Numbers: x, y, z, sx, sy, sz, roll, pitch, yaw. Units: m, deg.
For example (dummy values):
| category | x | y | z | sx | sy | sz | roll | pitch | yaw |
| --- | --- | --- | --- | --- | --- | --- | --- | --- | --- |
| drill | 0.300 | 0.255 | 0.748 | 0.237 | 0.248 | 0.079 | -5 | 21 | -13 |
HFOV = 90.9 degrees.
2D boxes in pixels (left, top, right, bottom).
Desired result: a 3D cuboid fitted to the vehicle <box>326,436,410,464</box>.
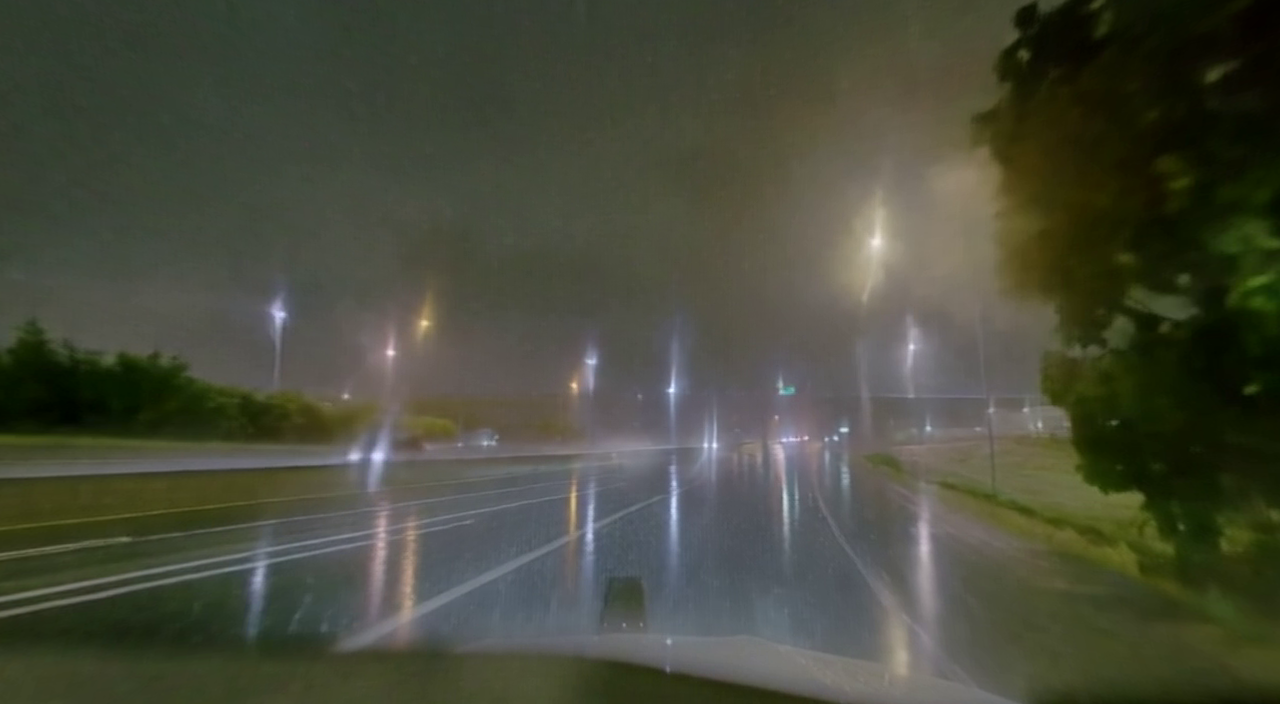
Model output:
| category | x | y | z | sx | sy | sz | roll | pitch | yaw |
| --- | --- | --- | --- | --- | --- | --- | --- | --- | --- |
| vehicle | -15.283 | 5.530 | 35.654 | 1.919 | 1.484 | 4.248 | -3 | -9 | 19 |
